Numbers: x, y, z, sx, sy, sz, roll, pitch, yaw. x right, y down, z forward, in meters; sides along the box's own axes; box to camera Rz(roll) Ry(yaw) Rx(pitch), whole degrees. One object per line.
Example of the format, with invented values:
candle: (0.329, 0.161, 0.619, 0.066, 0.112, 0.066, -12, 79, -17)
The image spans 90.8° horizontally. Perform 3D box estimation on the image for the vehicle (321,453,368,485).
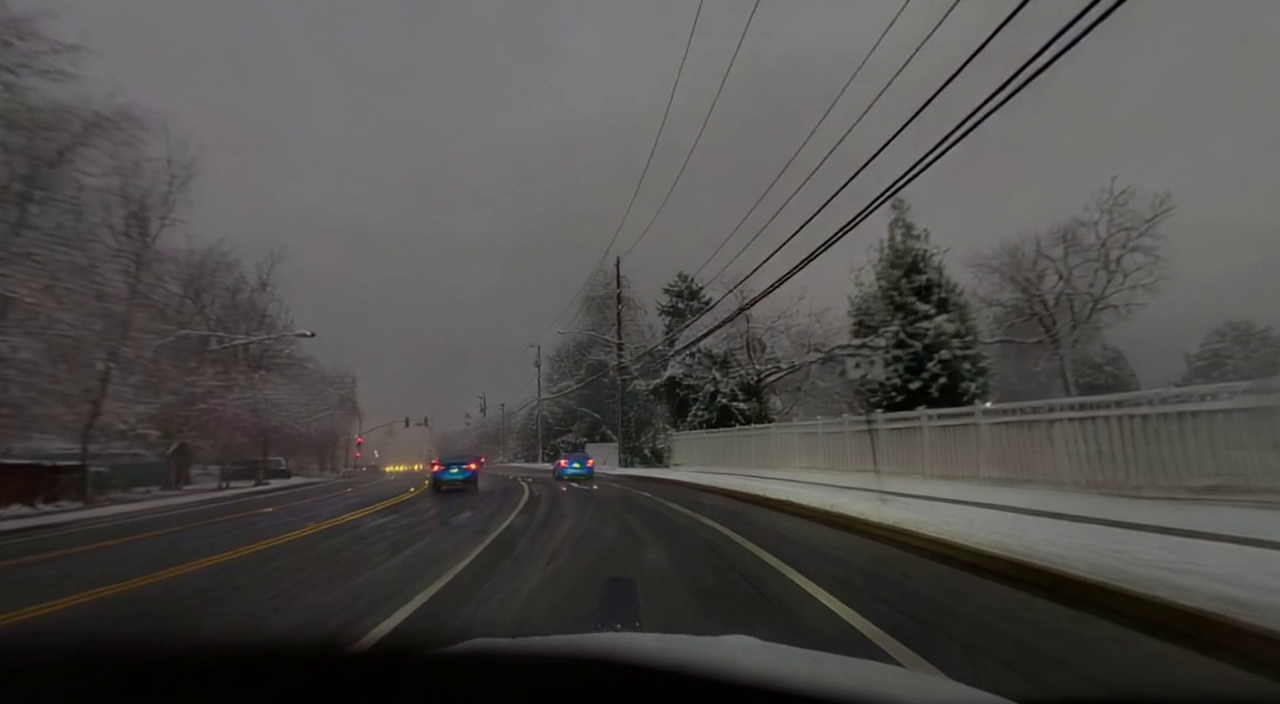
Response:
vehicle: (-22.405, 8.850, 48.137, 2.094, 2.000, 5.603, 3, -7, -13)

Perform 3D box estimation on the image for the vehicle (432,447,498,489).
vehicle: (-6.532, 4.348, 23.991, 1.913, 1.425, 4.235, 1, -9, -9)

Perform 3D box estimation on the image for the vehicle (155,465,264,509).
vehicle: (-17.380, 5.432, 25.824, 1.944, 1.458, 4.549, 2, -9, -11)

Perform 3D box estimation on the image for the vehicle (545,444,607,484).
vehicle: (-2.780, 4.654, 26.540, 2.168, 1.504, 4.284, 2, -9, -11)
